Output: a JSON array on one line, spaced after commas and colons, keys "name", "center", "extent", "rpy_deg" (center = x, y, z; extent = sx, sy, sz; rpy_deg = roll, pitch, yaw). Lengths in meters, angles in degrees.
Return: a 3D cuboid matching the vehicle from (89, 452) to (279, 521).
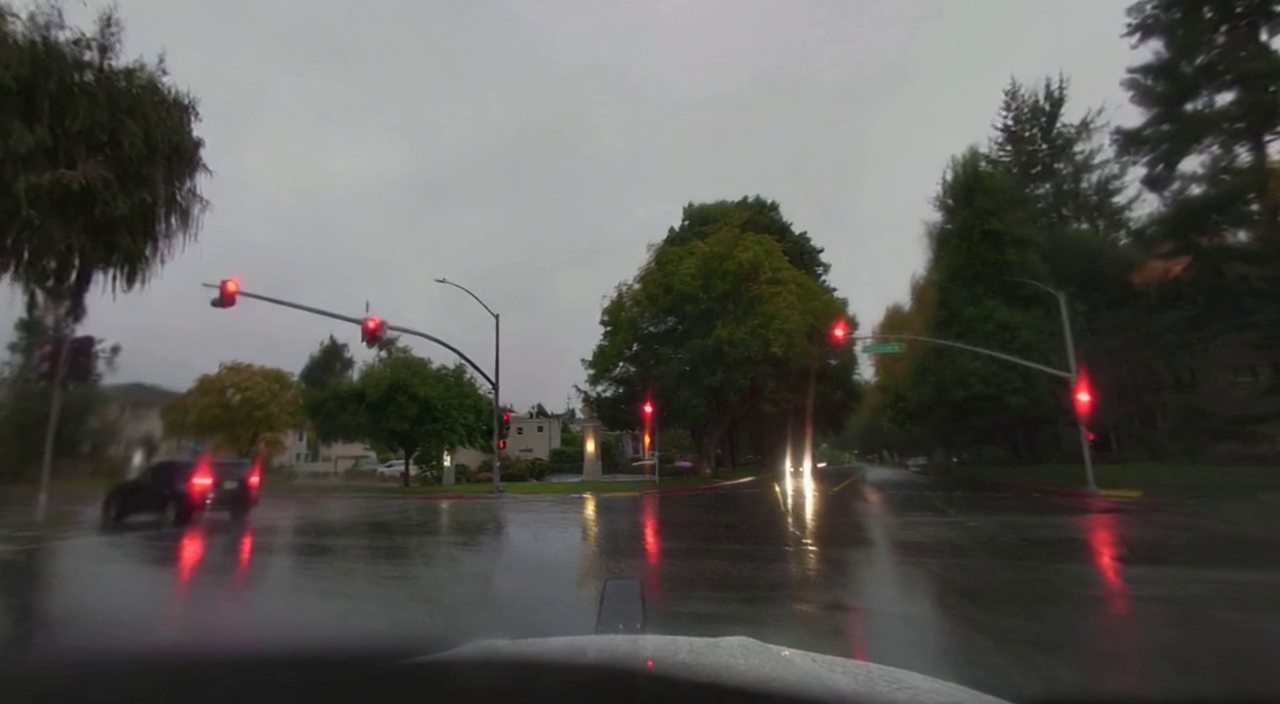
[{"name": "vehicle", "center": [-12.004, 3.444, 16.679], "extent": [4.247, 1.591, 2.093], "rpy_deg": [-4, -9, 24]}]
